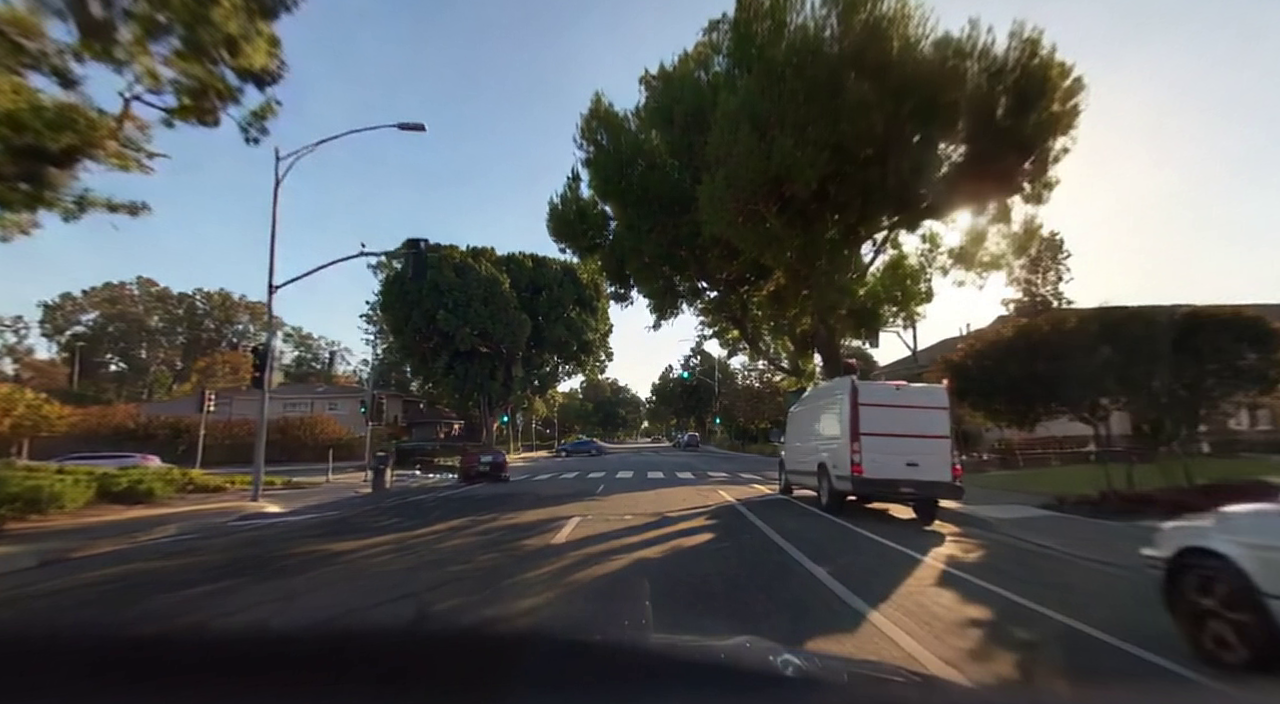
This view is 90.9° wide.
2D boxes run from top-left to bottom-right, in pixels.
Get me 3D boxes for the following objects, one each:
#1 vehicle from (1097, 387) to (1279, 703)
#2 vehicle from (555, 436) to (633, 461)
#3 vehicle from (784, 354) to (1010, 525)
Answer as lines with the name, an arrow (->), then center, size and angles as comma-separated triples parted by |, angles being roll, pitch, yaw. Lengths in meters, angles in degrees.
vehicle -> 4.560, 0.891, 2.313 | 2.202, 1.712, 4.813 | 0, -8, 1
vehicle -> -2.817, 5.976, 39.044 | 4.606, 1.452, 1.917 | -1, -8, 3
vehicle -> 4.780, 1.772, 12.851 | 2.398, 2.806, 4.857 | 0, -8, -1
